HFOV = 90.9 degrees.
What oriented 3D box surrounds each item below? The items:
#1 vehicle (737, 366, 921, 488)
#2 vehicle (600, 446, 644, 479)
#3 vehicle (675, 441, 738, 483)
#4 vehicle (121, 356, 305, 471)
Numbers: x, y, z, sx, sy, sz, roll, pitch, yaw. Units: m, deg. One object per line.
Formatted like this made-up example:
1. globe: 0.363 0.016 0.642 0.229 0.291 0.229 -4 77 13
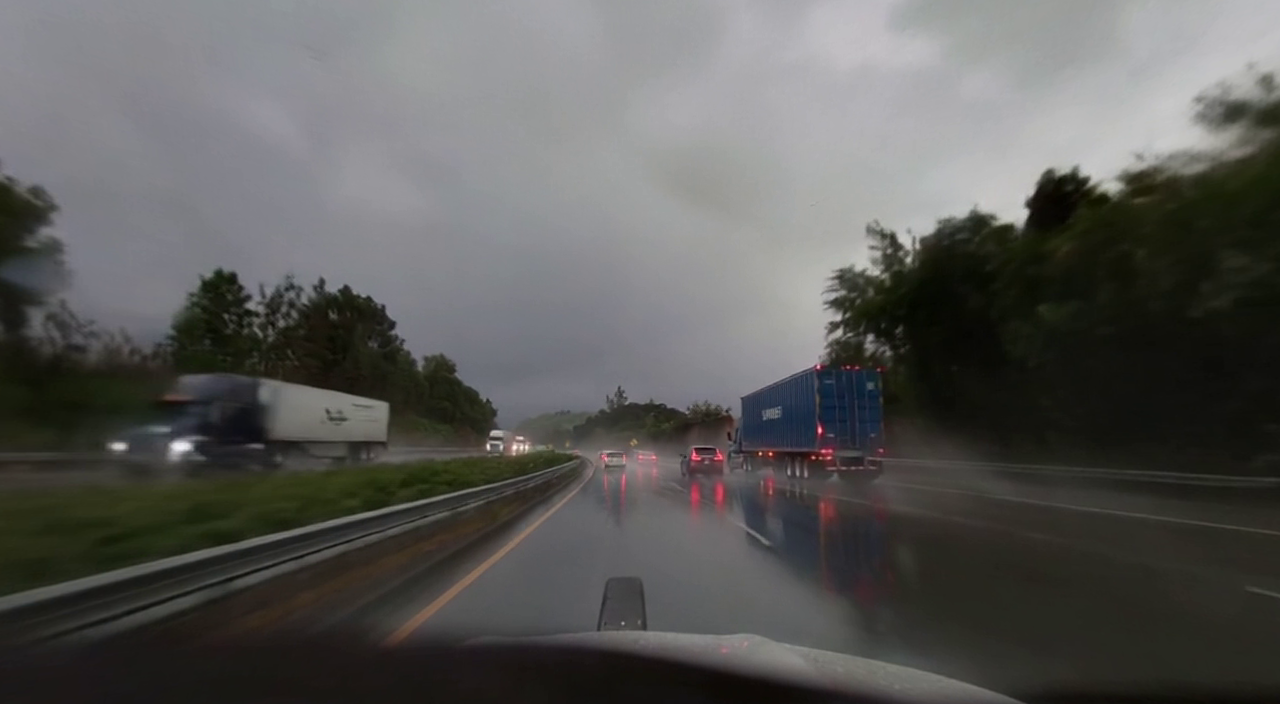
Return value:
1. vehicle: 7.259 3.535 27.744 2.965 3.990 14.227 1 -9 -3
2. vehicle: -0.913 5.507 31.651 2.050 1.534 3.771 0 -9 -2
3. vehicle: 2.720 4.638 26.687 2.013 1.623 3.916 0 -9 -3
4. vehicle: -16.352 2.565 24.833 2.932 3.994 6.031 0 -9 -1
